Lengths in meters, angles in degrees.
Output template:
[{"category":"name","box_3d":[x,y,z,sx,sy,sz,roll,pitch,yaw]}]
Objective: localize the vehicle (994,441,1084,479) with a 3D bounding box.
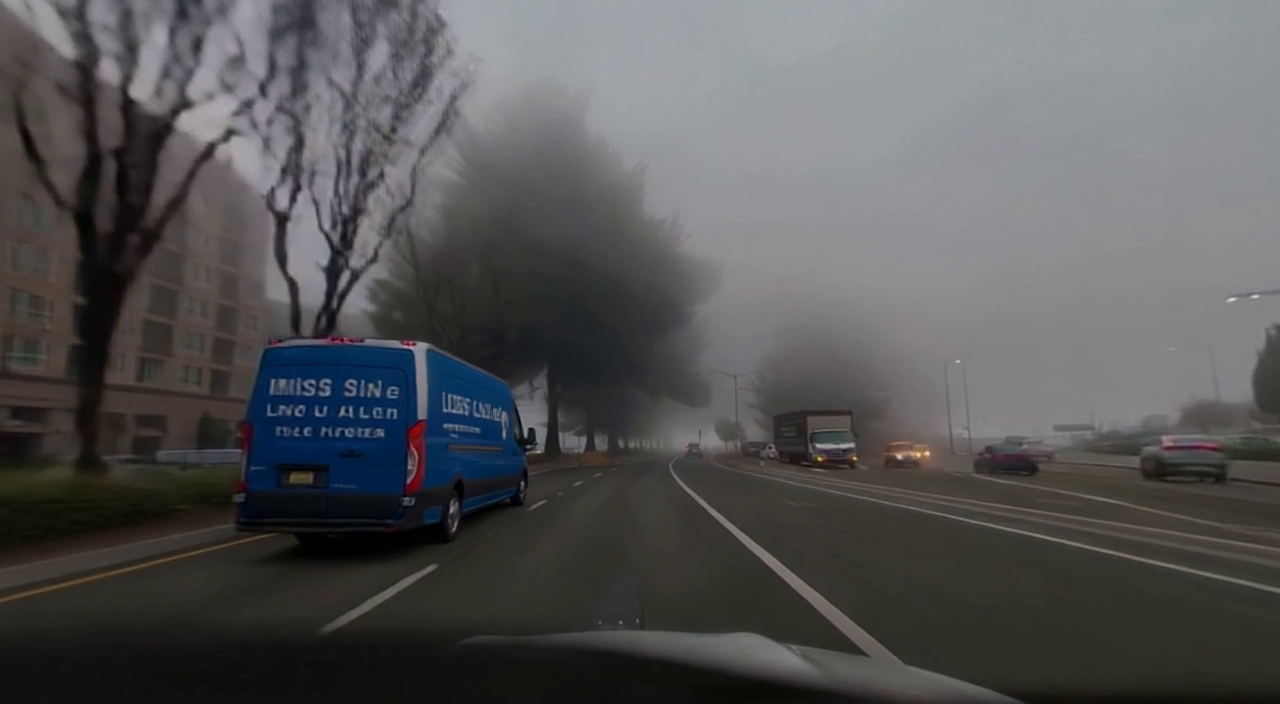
[{"category":"vehicle","box_3d":[16.528,4.404,26.059,4.307,1.438,1.923,8,-12,-42]}]

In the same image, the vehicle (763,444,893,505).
[{"category":"vehicle","box_3d":[4.987,3.296,17.650,2.127,1.439,5.034,0,-8,1]}]

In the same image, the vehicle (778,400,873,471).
[{"category":"vehicle","box_3d":[9.401,4.410,33.045,2.882,3.208,7.609,-1,-8,2]}]

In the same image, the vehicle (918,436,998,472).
[{"category":"vehicle","box_3d":[16.588,5.254,32.871,4.698,1.726,2.046,7,-11,-41]}]

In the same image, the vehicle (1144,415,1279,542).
[{"category":"vehicle","box_3d":[9.245,1.646,8.259,1.814,1.646,4.133,0,-8,-1]}]

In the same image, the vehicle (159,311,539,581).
[{"category":"vehicle","box_3d":[-3.788,1.556,10.799,2.763,2.974,7.562,0,-8,1]}]

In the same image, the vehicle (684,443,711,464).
[{"category":"vehicle","box_3d":[4.392,7.812,48.678,1.878,1.534,4.120,-1,-8,3]}]
